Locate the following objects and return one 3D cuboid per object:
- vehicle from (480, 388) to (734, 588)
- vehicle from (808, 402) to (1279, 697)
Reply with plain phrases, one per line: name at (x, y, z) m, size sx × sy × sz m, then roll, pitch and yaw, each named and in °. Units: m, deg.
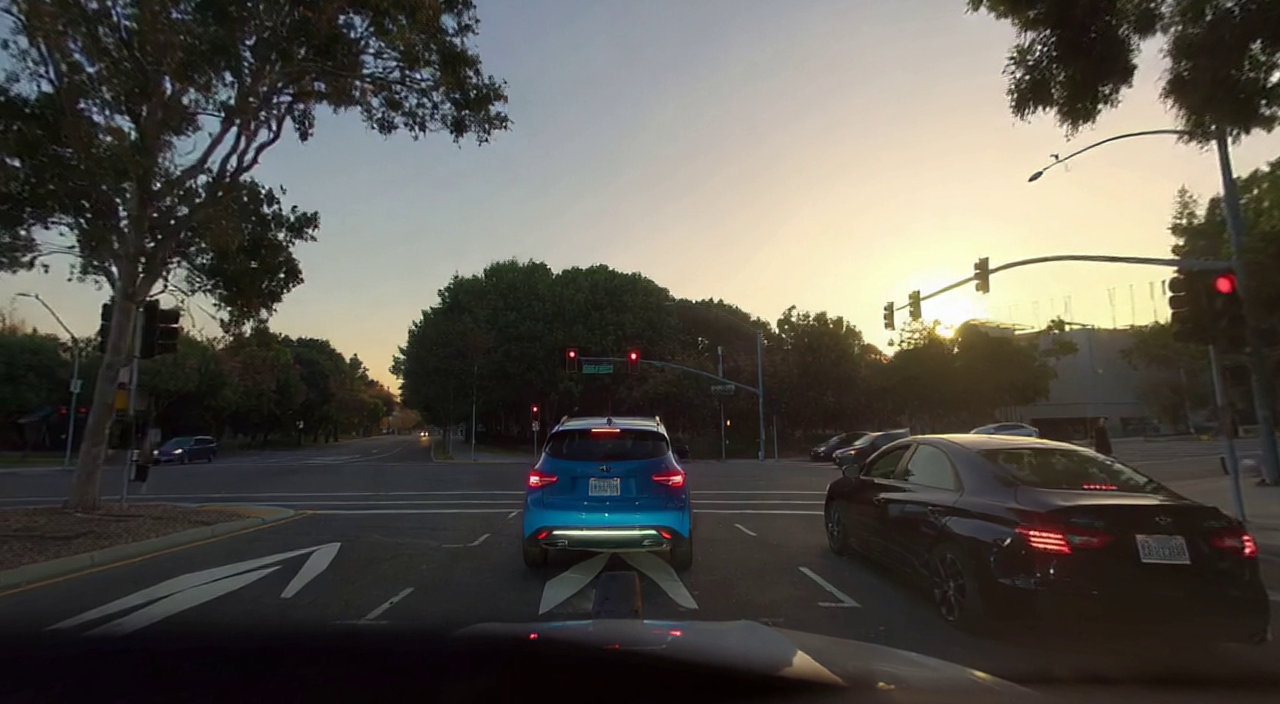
vehicle at (-0.351, 1.524, 7.796) m, size 2.247 × 1.760 × 4.231 m, roll 0°, pitch -9°, yaw -2°
vehicle at (3.162, 1.402, 5.763) m, size 1.932 × 1.562 × 4.629 m, roll 0°, pitch -9°, yaw -1°
